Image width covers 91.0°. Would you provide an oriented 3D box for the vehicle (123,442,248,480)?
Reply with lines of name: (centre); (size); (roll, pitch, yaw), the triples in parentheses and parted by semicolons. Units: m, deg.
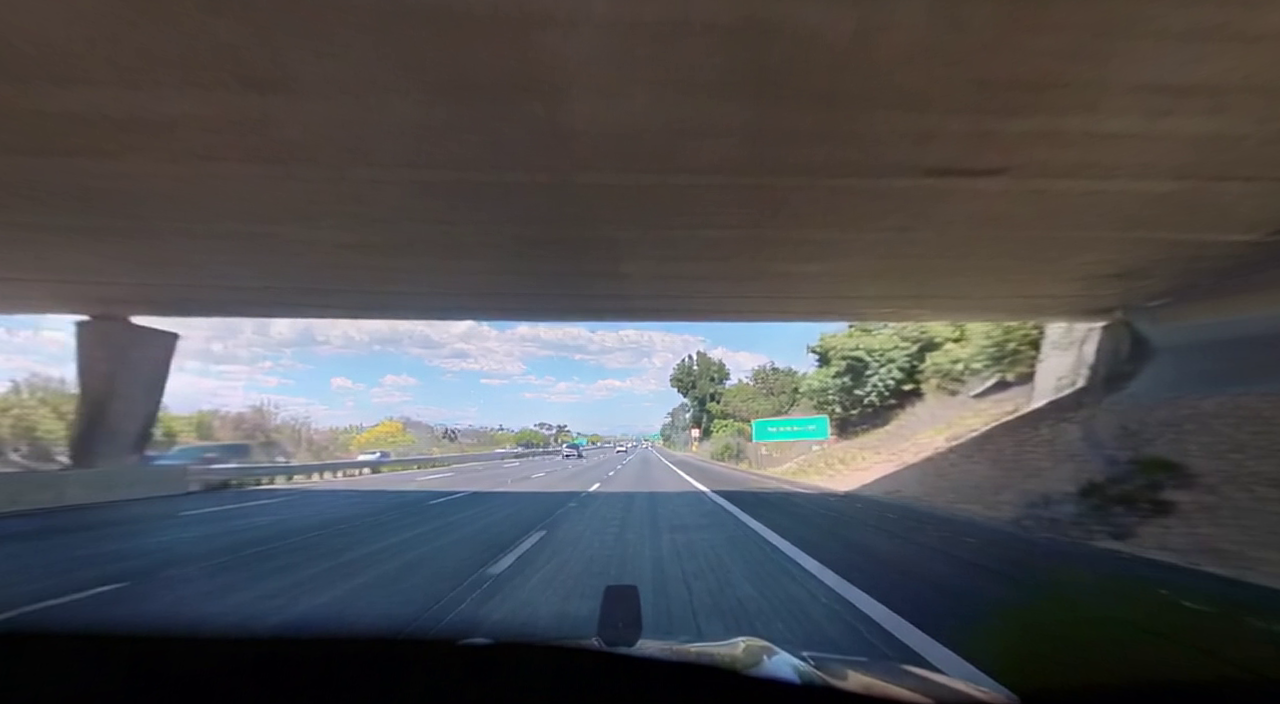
vehicle: (-20.313, 4.884, 28.445); (2.181, 1.562, 4.600); (0, -9, 0)
